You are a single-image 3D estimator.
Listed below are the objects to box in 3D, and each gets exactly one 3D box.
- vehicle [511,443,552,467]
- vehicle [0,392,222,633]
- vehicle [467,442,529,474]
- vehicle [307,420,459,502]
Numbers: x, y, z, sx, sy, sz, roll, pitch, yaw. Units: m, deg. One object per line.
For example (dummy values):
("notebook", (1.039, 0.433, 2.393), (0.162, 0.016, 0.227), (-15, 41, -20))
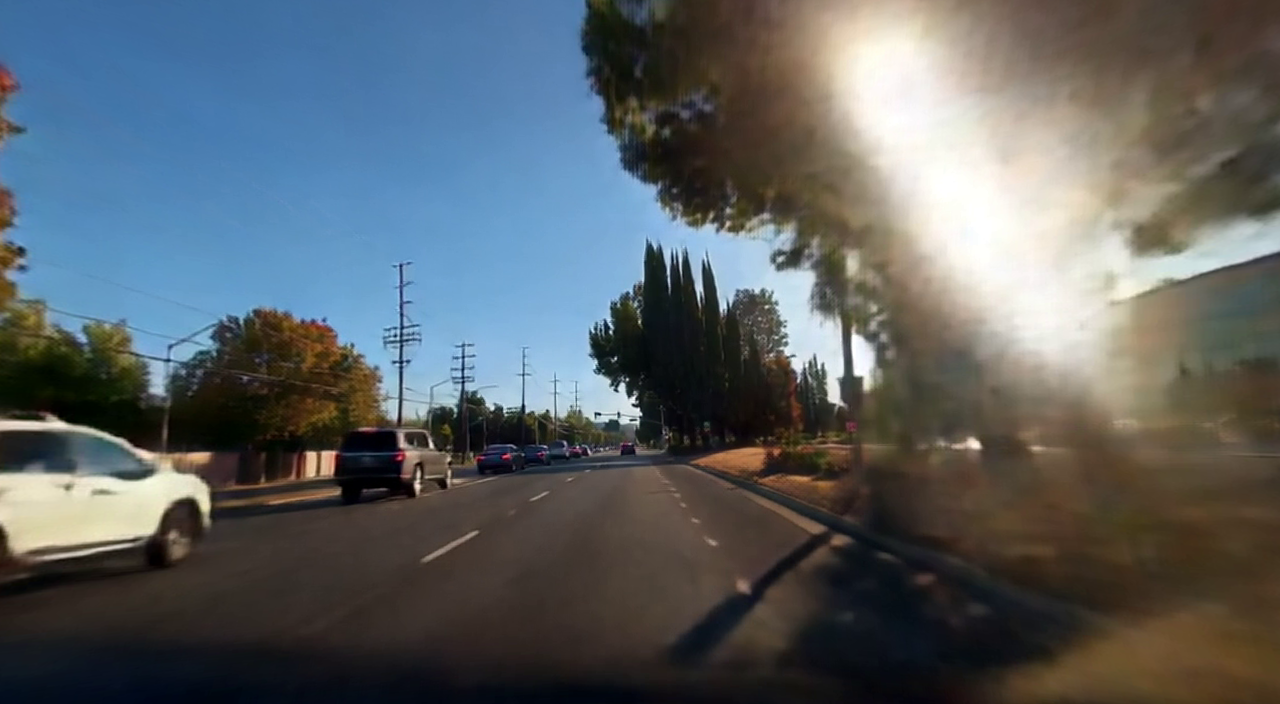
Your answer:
("vehicle", (-7.187, 6.845, 42.193), (2.008, 1.456, 4.409), (0, -9, 0))
("vehicle", (-5.625, 1.220, 4.997), (2.041, 1.698, 4.094), (1, -9, -5))
("vehicle", (-7.245, 5.473, 32.865), (2.030, 1.482, 4.818), (0, -9, 1))
("vehicle", (-6.649, 2.887, 17.110), (2.337, 1.862, 4.924), (1, -9, -4))
